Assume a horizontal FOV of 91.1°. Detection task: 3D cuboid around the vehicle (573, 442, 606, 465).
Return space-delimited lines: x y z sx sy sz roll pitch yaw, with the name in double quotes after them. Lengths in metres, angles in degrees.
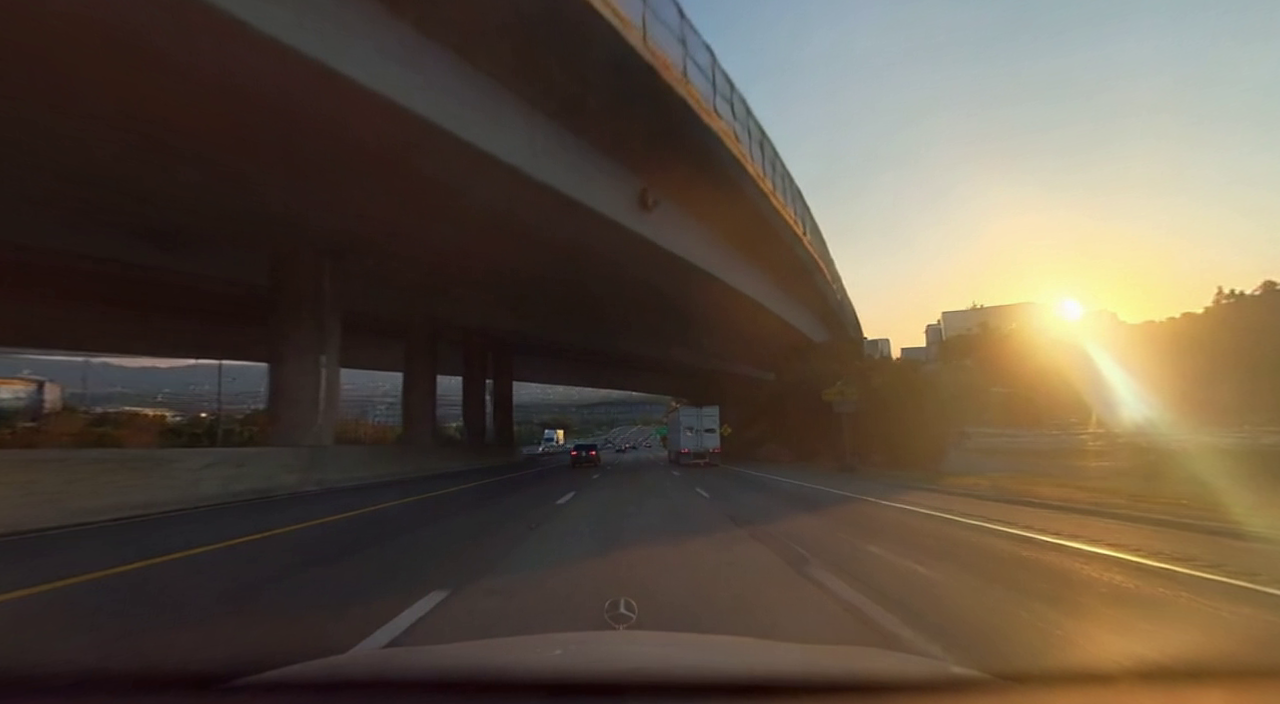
-3.586 7.303 45.229 2.100 1.525 4.179 0 -9 0 "vehicle"
